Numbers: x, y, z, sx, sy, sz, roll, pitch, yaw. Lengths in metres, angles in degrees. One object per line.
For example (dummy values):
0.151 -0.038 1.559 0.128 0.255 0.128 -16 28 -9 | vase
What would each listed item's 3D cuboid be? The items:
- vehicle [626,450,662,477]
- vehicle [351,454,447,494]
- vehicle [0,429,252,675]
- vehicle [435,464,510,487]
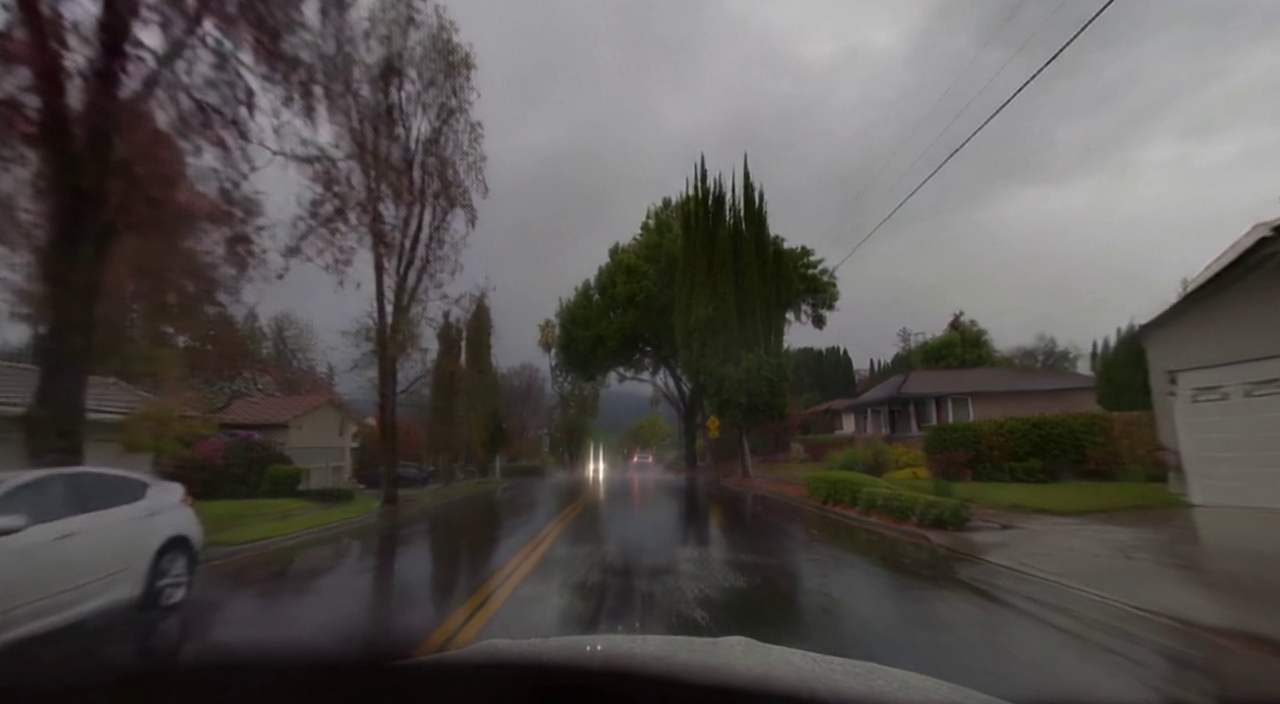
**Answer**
0.158 6.695 38.151 2.022 1.481 4.050 0 -9 -2 | vehicle
-16.508 8.356 43.457 5.586 2.532 2.444 -2 -9 9 | vehicle
-5.790 1.710 5.621 2.027 1.803 4.306 -4 -9 -1 | vehicle
-11.918 8.800 45.080 4.676 1.484 2.068 -2 -9 13 | vehicle
